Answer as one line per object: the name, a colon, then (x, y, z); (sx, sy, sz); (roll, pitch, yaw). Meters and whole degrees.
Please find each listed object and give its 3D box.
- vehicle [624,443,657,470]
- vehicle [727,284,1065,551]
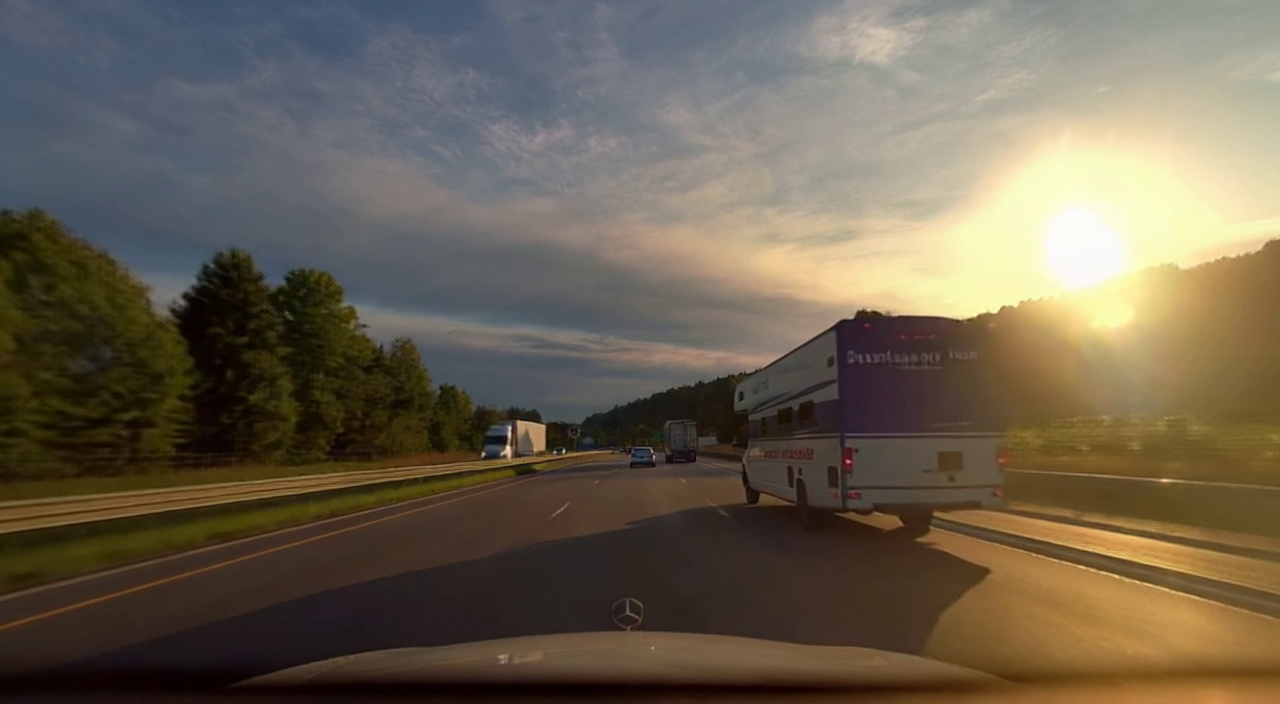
vehicle: (0.016, 7.037, 42.573); (2.151, 1.678, 3.923); (0, -9, -1)
vehicle: (3.937, 1.488, 12.713); (2.931, 3.530, 8.760); (0, -9, -1)
